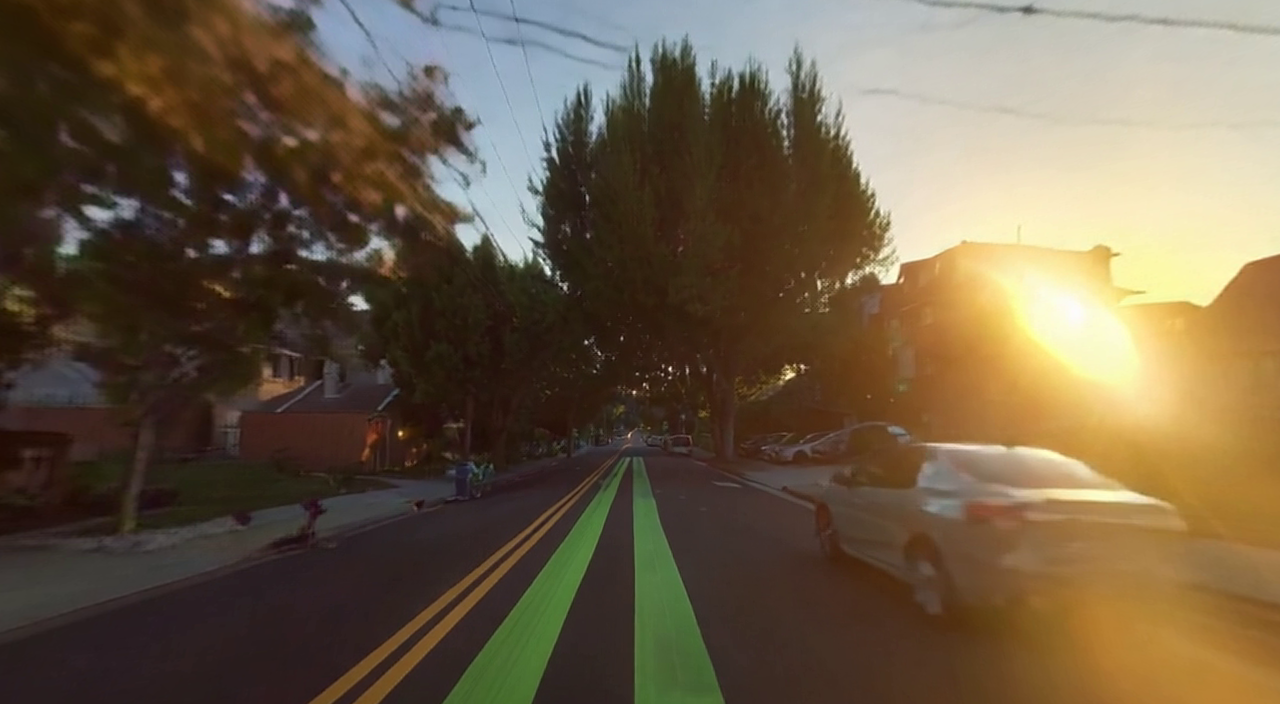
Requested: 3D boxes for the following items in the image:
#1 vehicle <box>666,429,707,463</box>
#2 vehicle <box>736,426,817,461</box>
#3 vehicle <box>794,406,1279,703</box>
[{"bbox_3d":[3.074,6.409,43.054,2.347,2.070,5.735,1,-9,0],"label":"vehicle"},{"bbox_3d":[8.493,5.738,39.613,4.418,1.648,2.017,-6,-9,-1],"label":"vehicle"},{"bbox_3d":[3.056,1.442,5.609,1.989,1.545,5.423,1,-9,0],"label":"vehicle"}]
